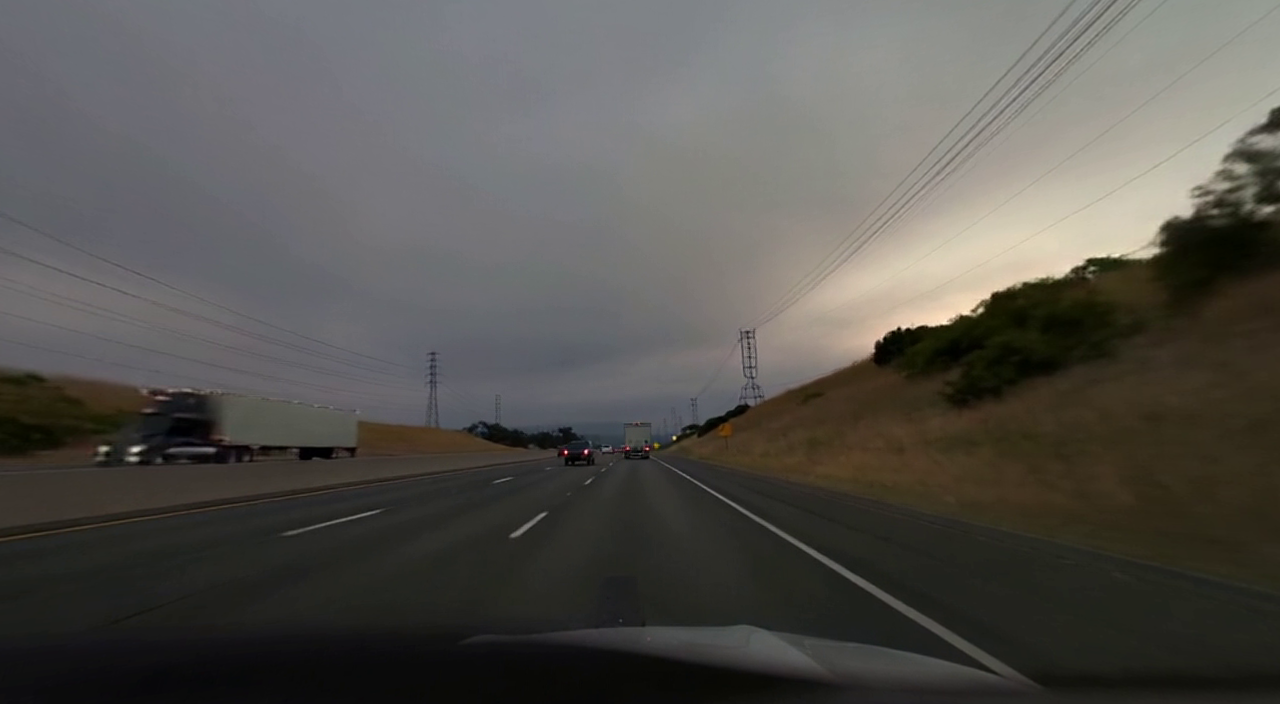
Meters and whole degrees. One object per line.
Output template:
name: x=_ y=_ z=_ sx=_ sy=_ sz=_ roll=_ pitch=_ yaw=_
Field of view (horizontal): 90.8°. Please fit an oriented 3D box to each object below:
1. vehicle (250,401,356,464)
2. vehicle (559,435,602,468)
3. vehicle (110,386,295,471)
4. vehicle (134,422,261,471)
vehicle: x=-23.449 y=5.789 z=44.544 sx=2.837 sy=3.999 sz=8.063 roll=0 pitch=-9 yaw=0
vehicle: x=-3.666 y=6.270 z=39.884 sx=2.207 sy=1.949 sz=4.911 roll=0 pitch=-9 yaw=1
vehicle: x=-23.316 y=4.376 z=34.747 sx=2.859 sy=3.985 sz=10.141 roll=0 pitch=-9 yaw=0
vehicle: x=-18.821 y=4.075 z=27.171 sx=2.089 sy=1.933 sz=4.657 roll=0 pitch=-9 yaw=0
